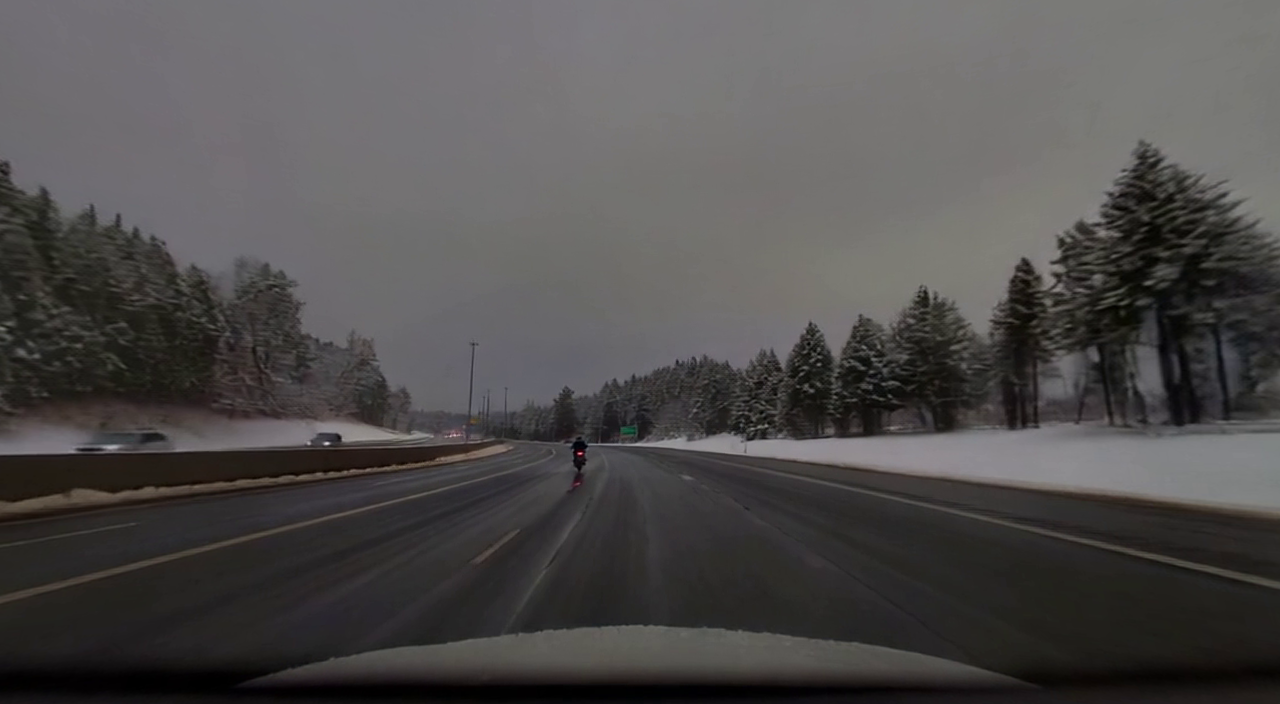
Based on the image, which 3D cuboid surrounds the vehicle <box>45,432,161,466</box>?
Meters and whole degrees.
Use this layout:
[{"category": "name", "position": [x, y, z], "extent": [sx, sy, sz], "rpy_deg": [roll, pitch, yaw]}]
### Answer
[{"category": "vehicle", "position": [-26.758, 4.840, 31.677], "extent": [2.007, 1.564, 4.506], "rpy_deg": [0, -8, -4]}]
